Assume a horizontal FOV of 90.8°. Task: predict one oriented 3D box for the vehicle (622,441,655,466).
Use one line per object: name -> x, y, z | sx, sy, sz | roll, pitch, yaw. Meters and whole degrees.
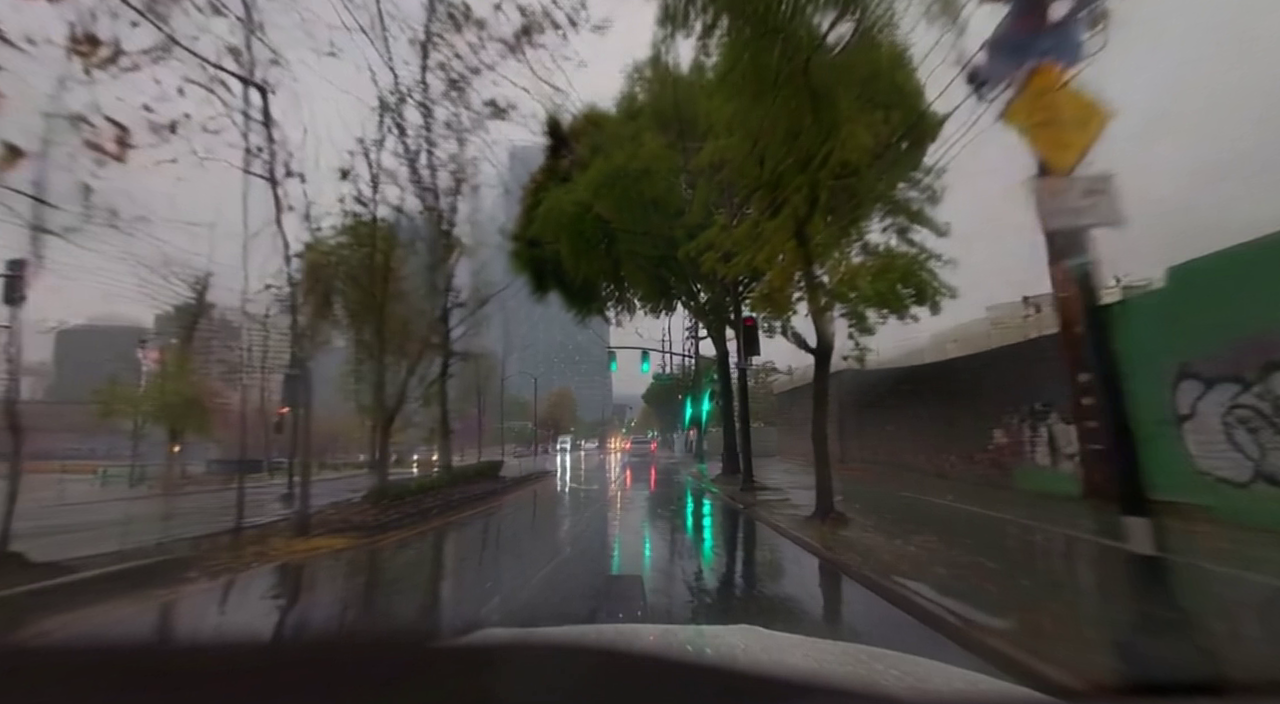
vehicle -> -0.168, 6.842, 42.873 | 2.105, 1.611, 3.750 | 0, -8, -2
